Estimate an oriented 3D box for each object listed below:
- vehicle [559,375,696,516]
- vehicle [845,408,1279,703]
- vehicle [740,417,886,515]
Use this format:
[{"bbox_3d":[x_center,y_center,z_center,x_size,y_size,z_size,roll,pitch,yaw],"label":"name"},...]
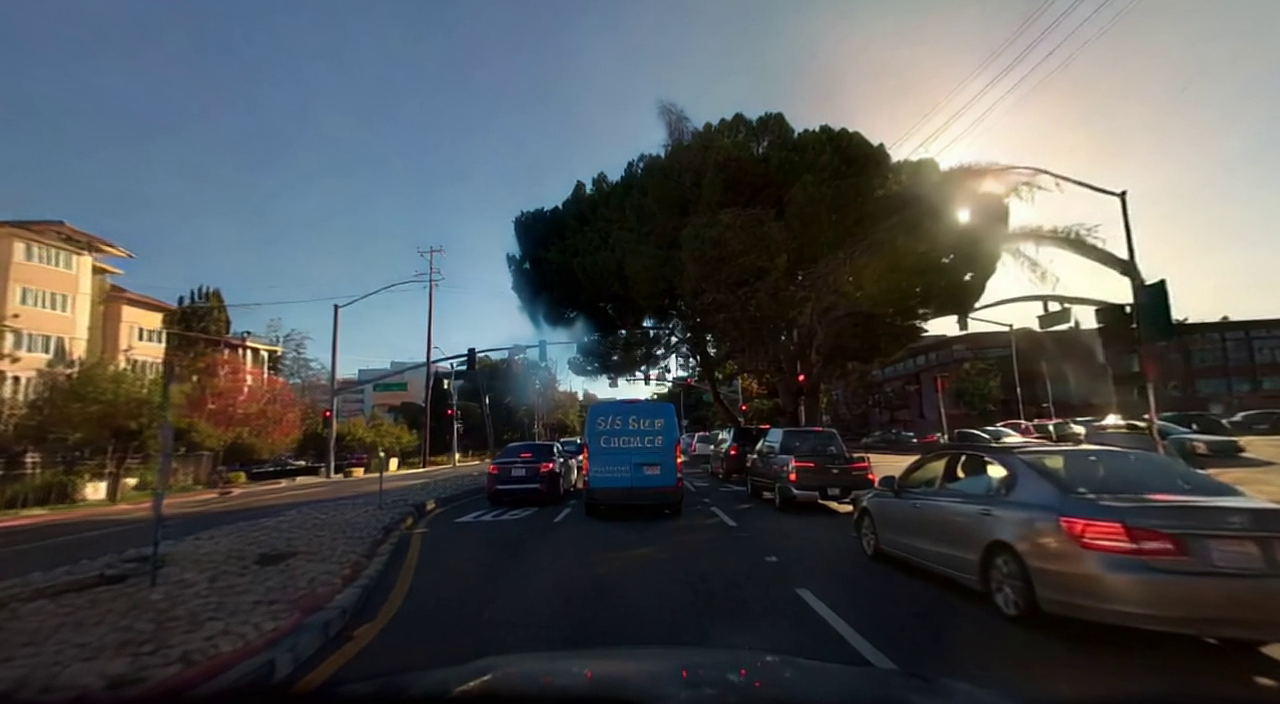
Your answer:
[{"bbox_3d":[-0.114,2.023,13.761,2.422,2.488,4.992,0,-8,3],"label":"vehicle"},{"bbox_3d":[3.495,1.362,5.455,1.951,1.483,4.582,0,-8,1],"label":"vehicle"},{"bbox_3d":[3.509,2.403,13.717,1.965,1.771,4.295,0,-8,1],"label":"vehicle"}]
